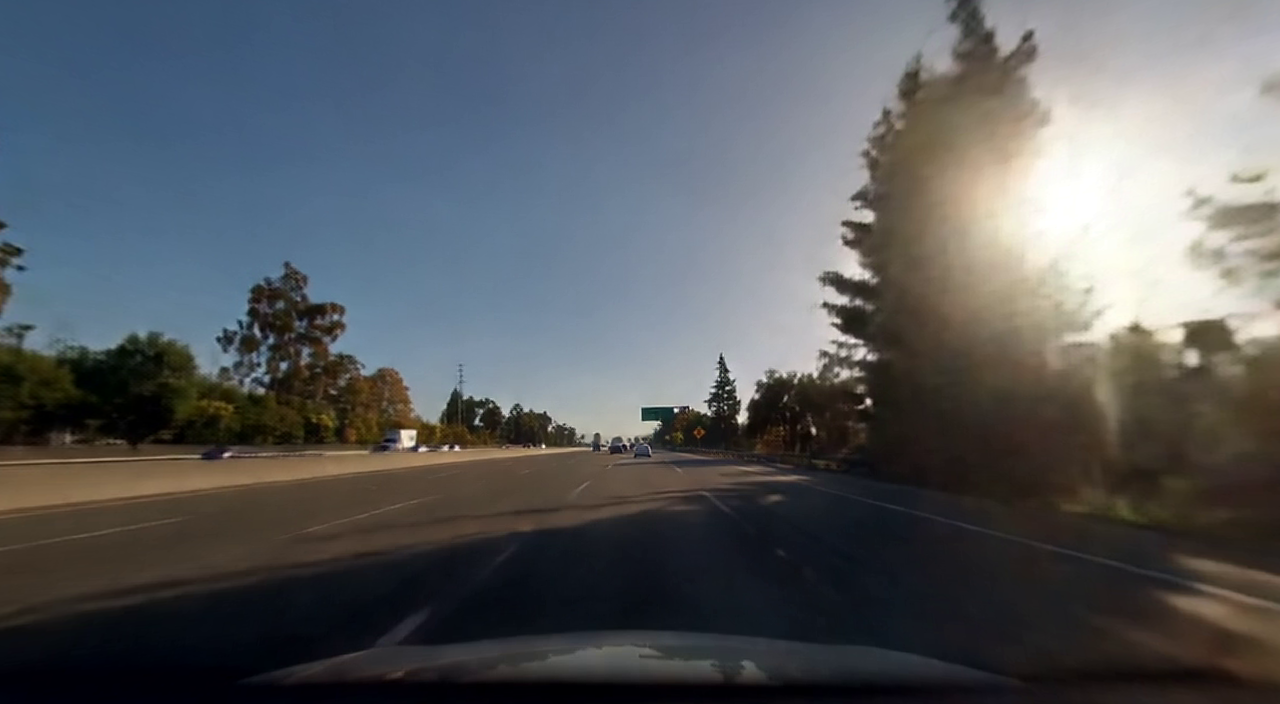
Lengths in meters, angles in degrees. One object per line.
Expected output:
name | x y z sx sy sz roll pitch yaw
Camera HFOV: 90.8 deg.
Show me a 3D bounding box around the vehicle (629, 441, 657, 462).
vehicle | 0.189 7.481 47.741 2.021 1.528 4.154 0 -8 0
